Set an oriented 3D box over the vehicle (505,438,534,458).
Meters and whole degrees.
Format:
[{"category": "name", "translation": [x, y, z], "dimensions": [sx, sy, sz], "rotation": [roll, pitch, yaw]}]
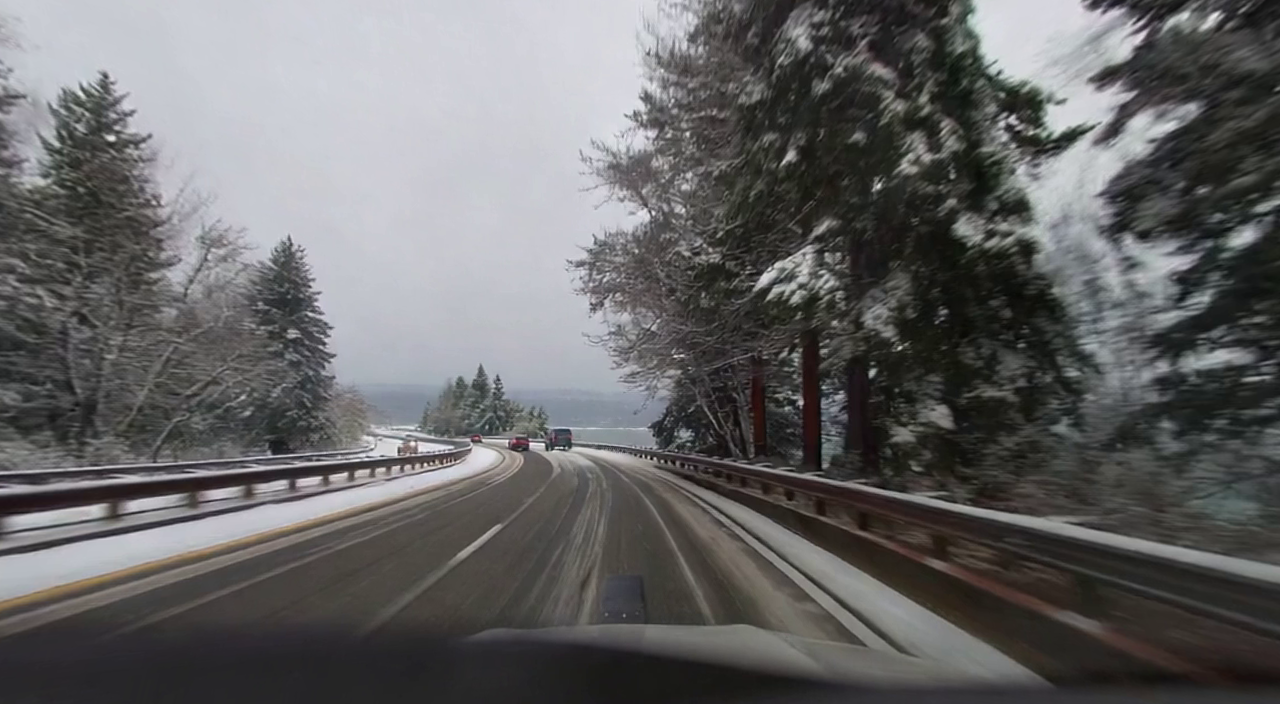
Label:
[{"category": "vehicle", "translation": [-9.360, 7.412, 48.763], "dimensions": [2.065, 1.466, 4.281], "rotation": [2, -9, -13]}]
